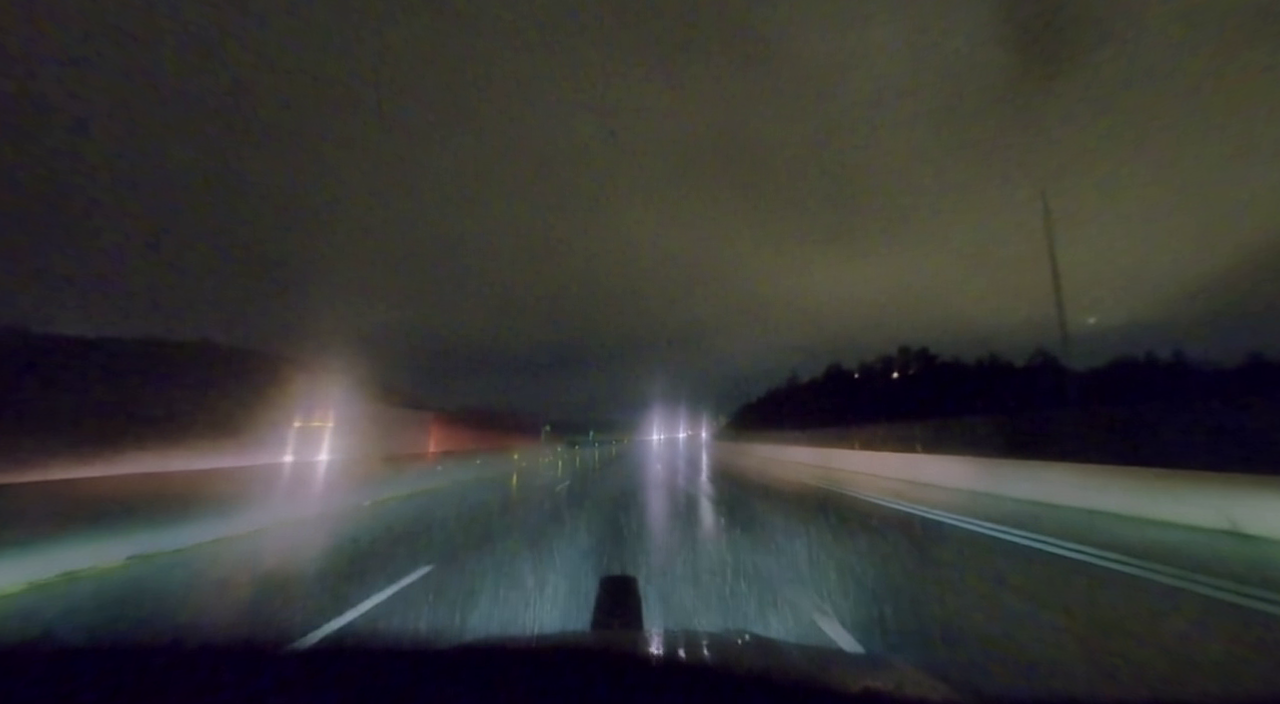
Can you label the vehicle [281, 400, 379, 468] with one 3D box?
[{"bbox_3d":[-19.721,5.286,40.538,3.081,3.974,6.075,0,-8,1],"label":"vehicle"}]
